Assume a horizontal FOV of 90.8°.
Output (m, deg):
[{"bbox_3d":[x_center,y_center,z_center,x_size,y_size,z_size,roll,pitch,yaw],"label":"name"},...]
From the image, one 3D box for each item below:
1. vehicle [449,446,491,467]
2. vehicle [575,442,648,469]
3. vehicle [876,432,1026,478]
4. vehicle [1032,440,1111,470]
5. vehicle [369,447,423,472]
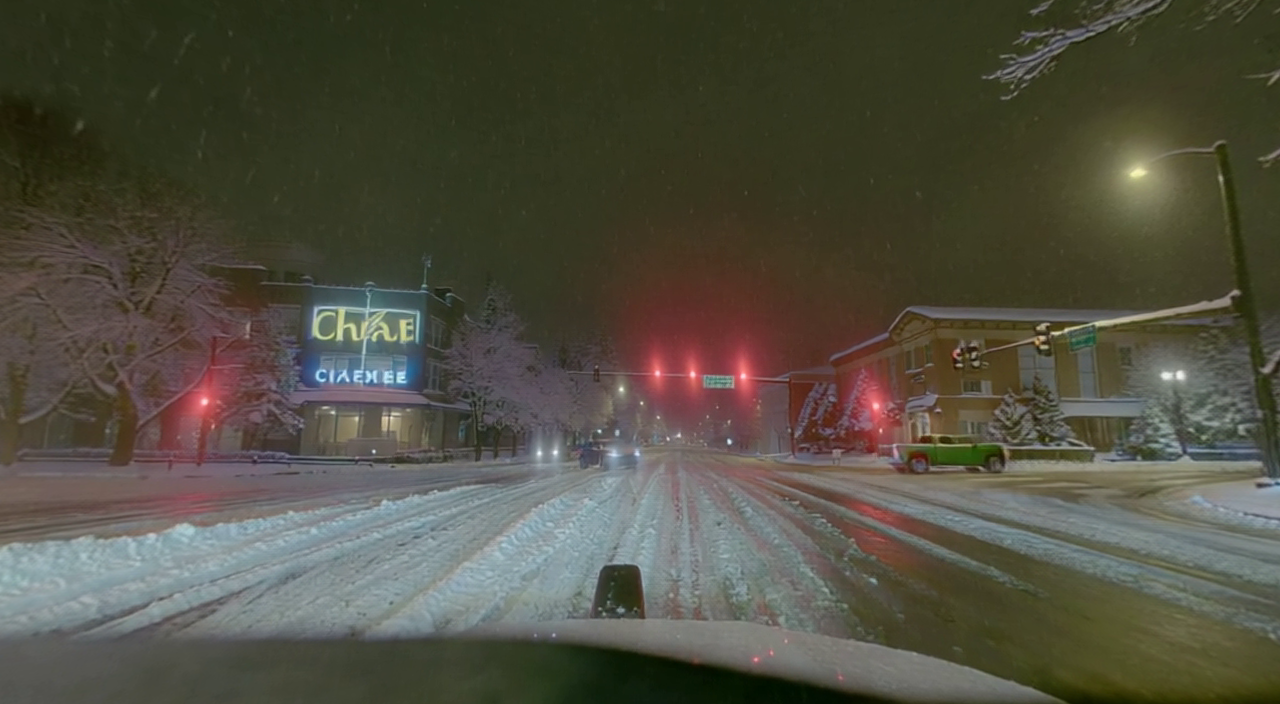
[{"bbox_3d":[-12.608,7.762,47.081,1.946,1.474,4.008,0,-9,0],"label":"vehicle"},{"bbox_3d":[-1.700,5.946,36.467,1.879,1.464,4.457,7,-11,-39],"label":"vehicle"},{"bbox_3d":[14.037,4.664,28.723,5.667,1.927,2.289,1,-9,-7],"label":"vehicle"},{"bbox_3d":[26.361,6.272,38.574,4.541,1.731,2.007,5,-10,-28],"label":"vehicle"},{"bbox_3d":[-16.249,7.146,42.250,1.883,1.586,4.297,0,-9,0],"label":"vehicle"}]
